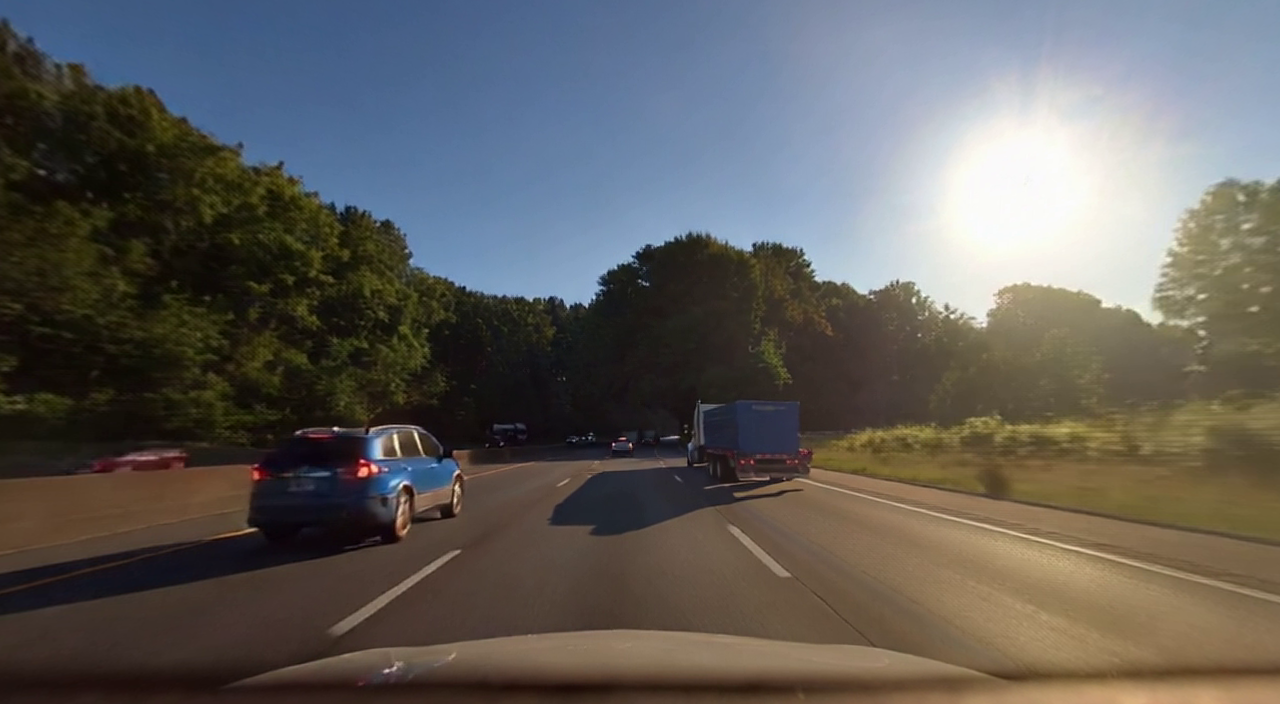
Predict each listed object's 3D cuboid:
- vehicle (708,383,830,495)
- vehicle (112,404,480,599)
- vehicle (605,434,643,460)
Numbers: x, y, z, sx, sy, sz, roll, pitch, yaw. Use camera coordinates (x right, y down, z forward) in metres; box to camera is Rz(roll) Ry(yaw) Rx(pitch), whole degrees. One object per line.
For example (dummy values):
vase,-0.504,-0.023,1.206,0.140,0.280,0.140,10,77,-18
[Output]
vehicle,3.203,2.286,16.638,2.256,2.568,4.049,0,-8,-1
vehicle,-3.373,1.520,7.347,2.008,1.588,4.147,0,-8,-1
vehicle,-0.933,5.945,39.485,2.195,1.529,4.572,0,-8,1
